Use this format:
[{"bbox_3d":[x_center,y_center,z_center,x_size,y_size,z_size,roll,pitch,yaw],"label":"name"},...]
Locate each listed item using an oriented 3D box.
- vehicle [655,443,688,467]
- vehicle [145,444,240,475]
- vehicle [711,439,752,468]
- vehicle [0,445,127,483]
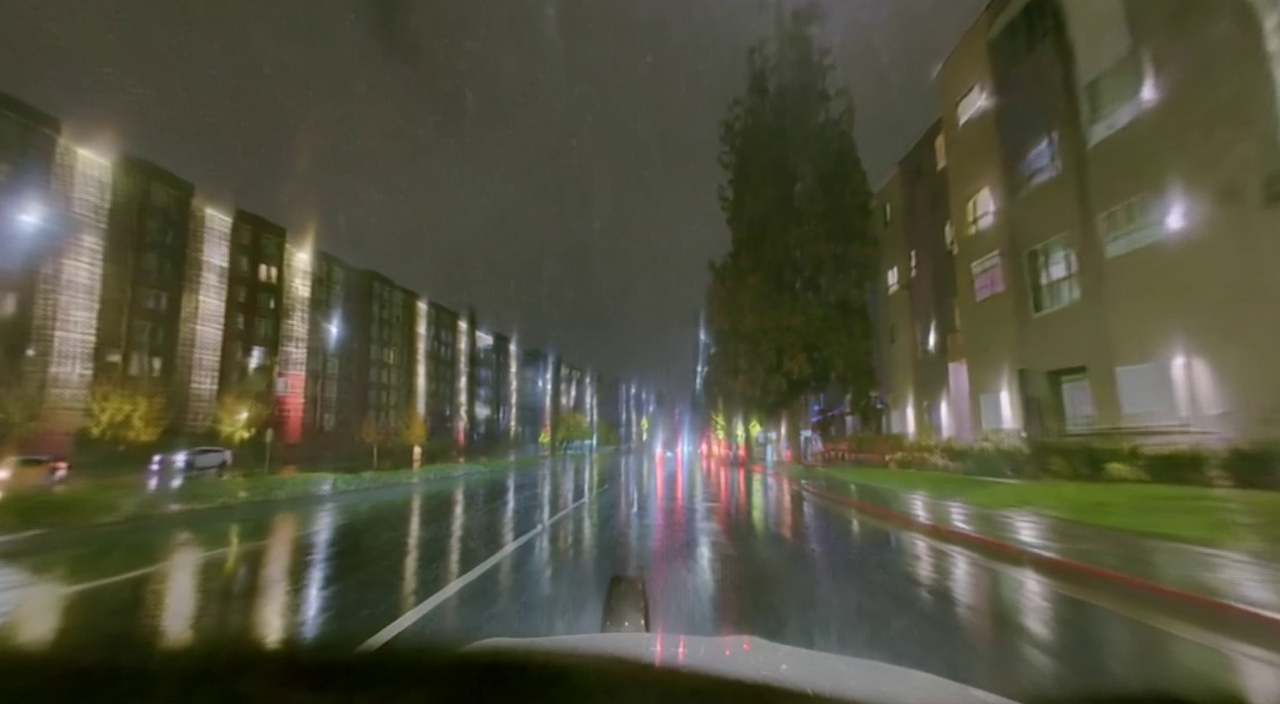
[{"bbox_3d":[1.917,6.193,38.088,1.871,1.370,4.206,-1,-8,3],"label":"vehicle"},{"bbox_3d":[-24.200,5.823,34.303,1.841,1.493,4.335,-2,-9,3],"label":"vehicle"},{"bbox_3d":[5.642,6.320,39.493,2.121,1.659,4.675,-1,-9,3],"label":"vehicle"},{"bbox_3d":[-24.834,4.720,26.887,1.814,1.484,4.474,-1,-9,6],"label":"vehicle"}]
